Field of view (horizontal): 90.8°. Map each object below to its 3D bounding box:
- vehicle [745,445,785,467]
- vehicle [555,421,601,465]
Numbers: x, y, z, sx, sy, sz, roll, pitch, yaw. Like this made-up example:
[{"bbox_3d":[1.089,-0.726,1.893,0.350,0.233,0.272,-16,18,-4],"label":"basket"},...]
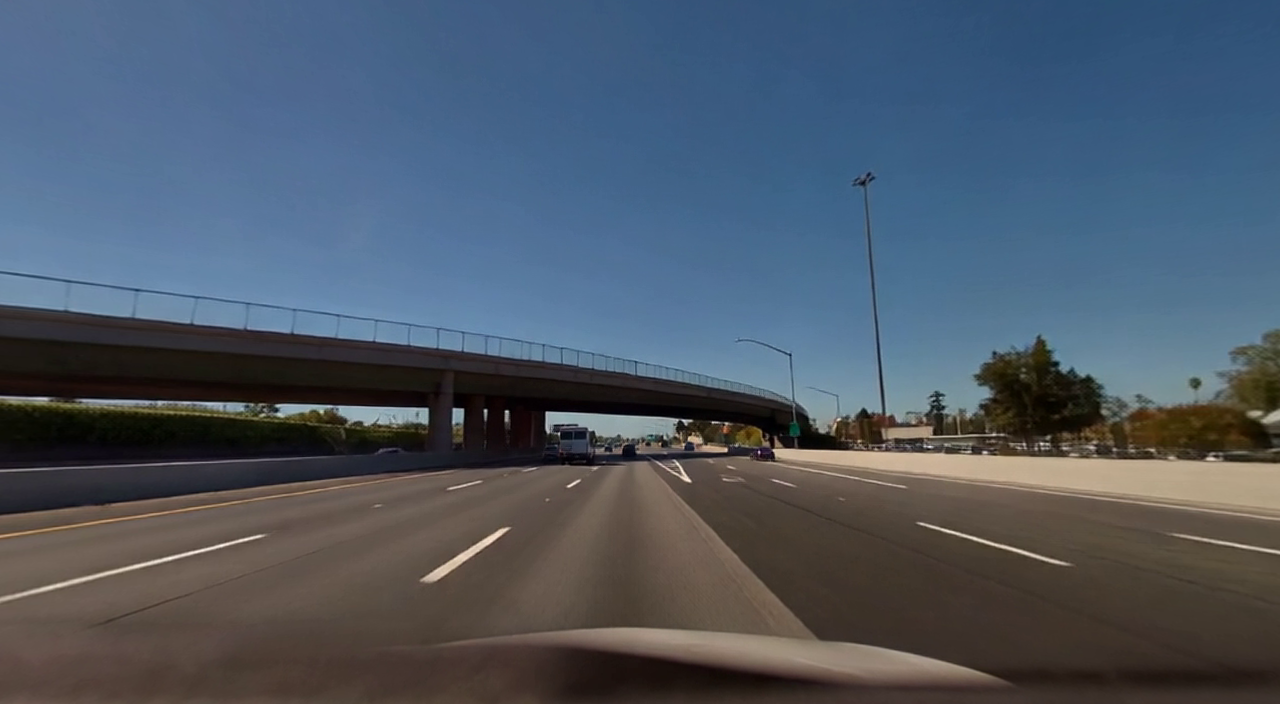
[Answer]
[{"bbox_3d":[8.822,7.380,45.047,2.035,1.491,4.246,0,-9,1],"label":"vehicle"},{"bbox_3d":[-4.411,6.698,46.227,2.881,2.937,7.045,0,-9,-2],"label":"vehicle"}]
